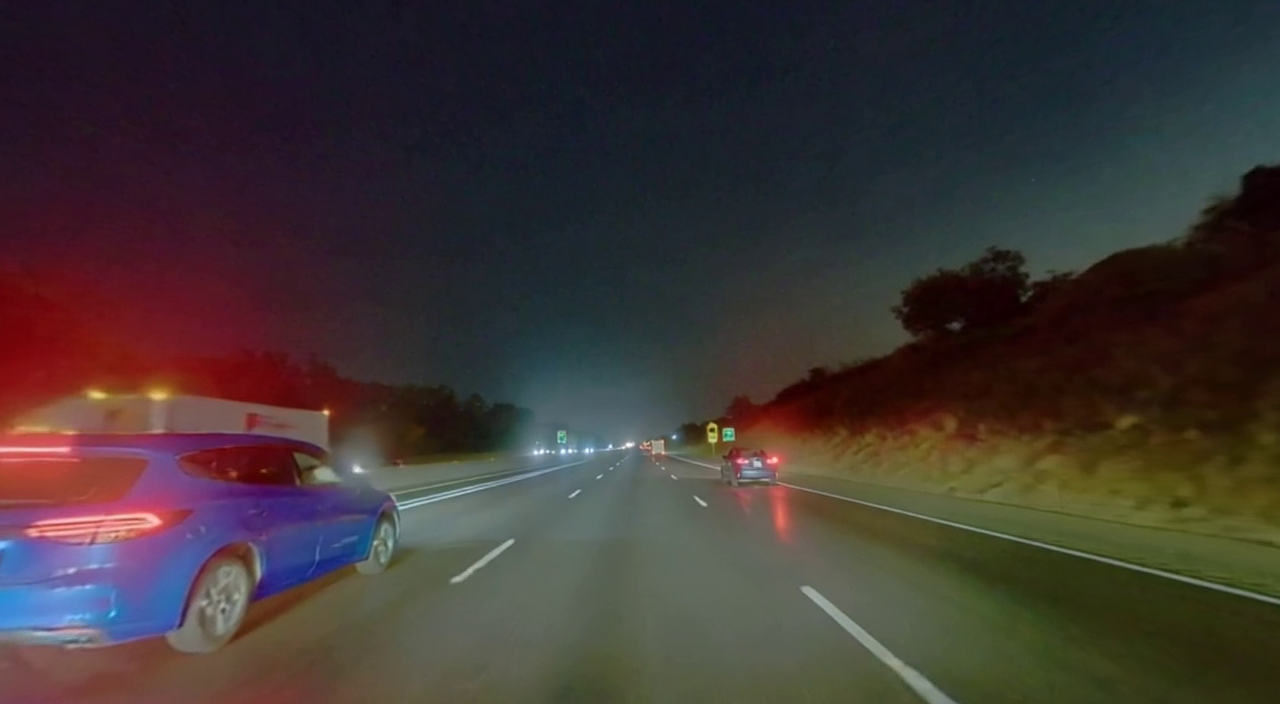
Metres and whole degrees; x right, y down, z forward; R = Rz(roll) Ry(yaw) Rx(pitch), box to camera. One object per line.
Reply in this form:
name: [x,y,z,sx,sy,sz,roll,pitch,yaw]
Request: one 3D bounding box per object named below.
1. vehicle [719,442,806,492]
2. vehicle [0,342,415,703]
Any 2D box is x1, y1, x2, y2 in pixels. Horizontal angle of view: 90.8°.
vehicle: [3.901,3.729,20.766,1.967,1.472,3.751,0,-9,-2]
vehicle: [-3.296,1.082,3.760,2.277,1.695,4.475,0,-9,-1]
